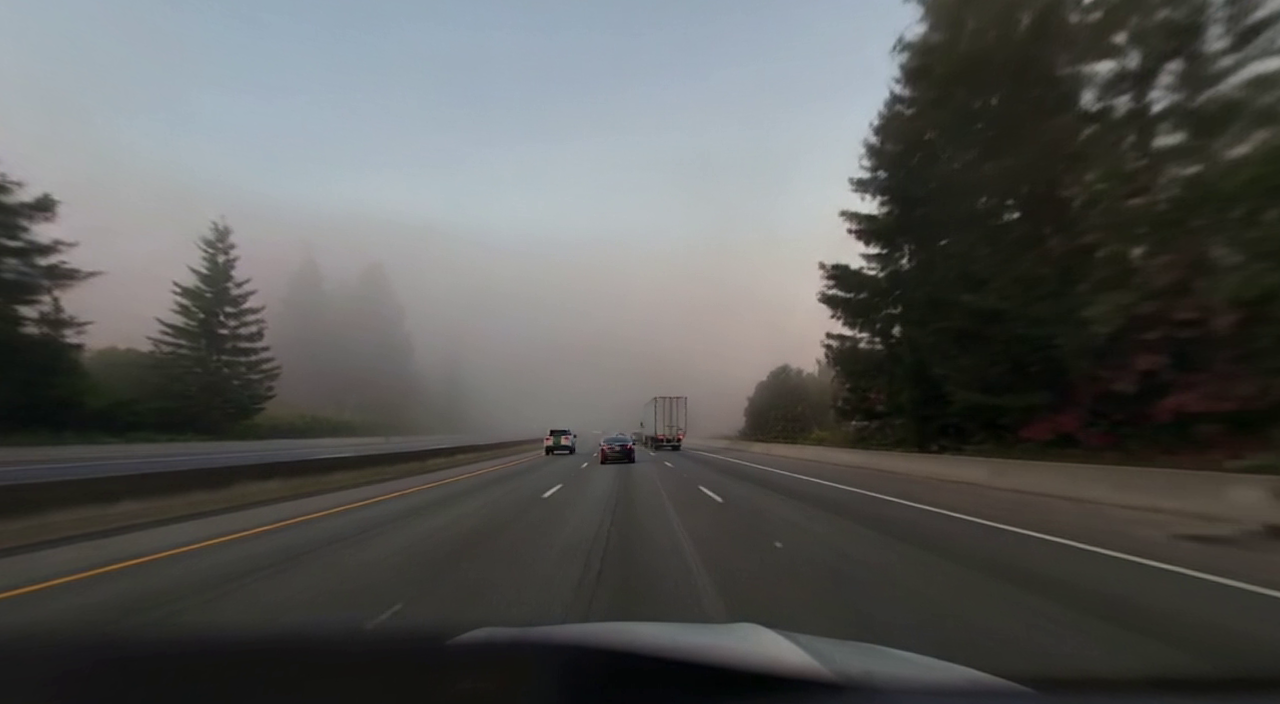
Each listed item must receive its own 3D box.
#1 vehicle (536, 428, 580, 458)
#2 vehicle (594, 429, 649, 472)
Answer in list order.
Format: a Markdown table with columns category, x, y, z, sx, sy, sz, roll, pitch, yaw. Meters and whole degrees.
| category | x | y | z | sx | sy | sz | roll | pitch | yaw |
| --- | --- | --- | --- | --- | --- | --- | --- | --- | --- |
| vehicle | -5.066 | 5.731 | 39.600 | 2.234 | 1.773 | 5.134 | 0 | -8 | -1 |
| vehicle | -0.733 | 3.904 | 25.174 | 2.048 | 1.563 | 4.087 | 0 | -8 | -1 |
